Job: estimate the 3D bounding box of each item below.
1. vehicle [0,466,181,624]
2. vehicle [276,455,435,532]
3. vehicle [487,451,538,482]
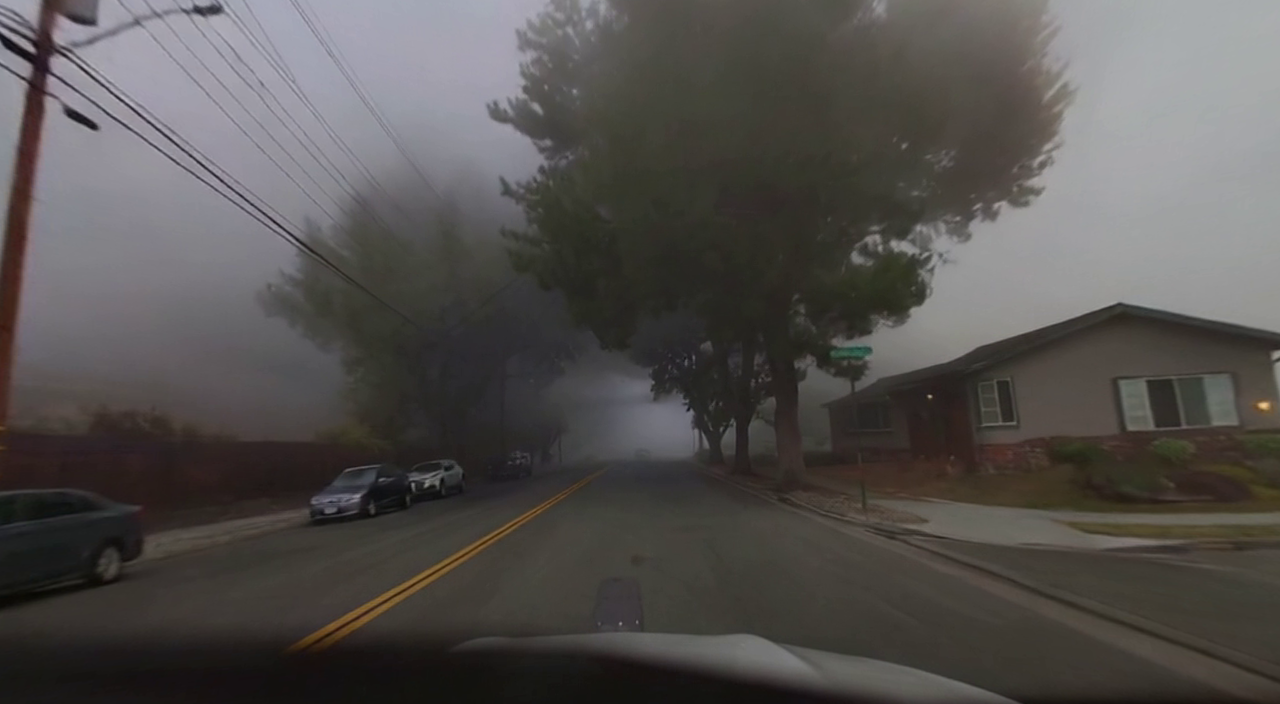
[{"bbox_3d":[-7.476,2.087,6.978,1.949,1.512,3.818,0,-9,-1],"label":"vehicle"},{"bbox_3d":[-7.363,3.642,16.951,1.839,1.494,4.757,-9,-9,2],"label":"vehicle"},{"bbox_3d":[-7.317,6.549,36.511,1.928,1.481,4.152,-6,-9,1],"label":"vehicle"}]
